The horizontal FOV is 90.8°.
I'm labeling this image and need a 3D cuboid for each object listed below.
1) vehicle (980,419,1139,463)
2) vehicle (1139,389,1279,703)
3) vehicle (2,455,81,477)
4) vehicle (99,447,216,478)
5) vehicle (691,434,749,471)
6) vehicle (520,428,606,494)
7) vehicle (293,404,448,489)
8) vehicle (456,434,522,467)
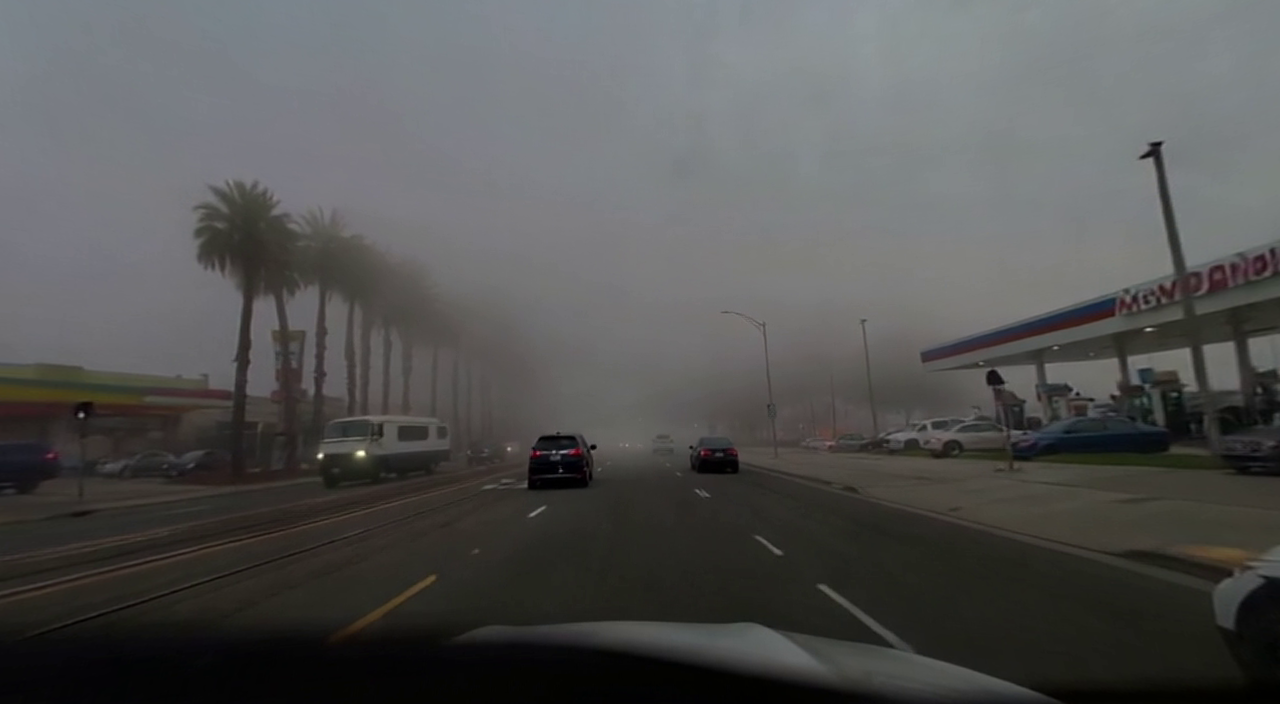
[{"bbox_3d":[14.610,3.138,22.185,4.293,1.438,1.773,0,-9,1],"label":"vehicle"},{"bbox_3d":[3.422,0.658,0.893,1.987,1.474,4.198,0,-9,0],"label":"vehicle"},{"bbox_3d":[-41.698,7.925,44.076,3.718,1.436,1.749,0,-9,1],"label":"vehicle"},{"bbox_3d":[-30.208,6.941,39.687,5.349,1.859,2.259,0,-10,-1],"label":"vehicle"},{"bbox_3d":[3.347,4.308,27.162,1.889,1.448,4.262,0,-9,-1],"label":"vehicle"},{"bbox_3d":[-2.004,2.900,17.135,2.021,1.550,4.090,1,-9,-5],"label":"vehicle"},{"bbox_3d":[-11.016,3.958,27.074,2.662,2.995,8.344,1,-7,2],"label":"vehicle"},{"bbox_3d":[-9.256,6.100,39.207,2.169,1.853,4.853,-2,-9,9],"label":"vehicle"}]
